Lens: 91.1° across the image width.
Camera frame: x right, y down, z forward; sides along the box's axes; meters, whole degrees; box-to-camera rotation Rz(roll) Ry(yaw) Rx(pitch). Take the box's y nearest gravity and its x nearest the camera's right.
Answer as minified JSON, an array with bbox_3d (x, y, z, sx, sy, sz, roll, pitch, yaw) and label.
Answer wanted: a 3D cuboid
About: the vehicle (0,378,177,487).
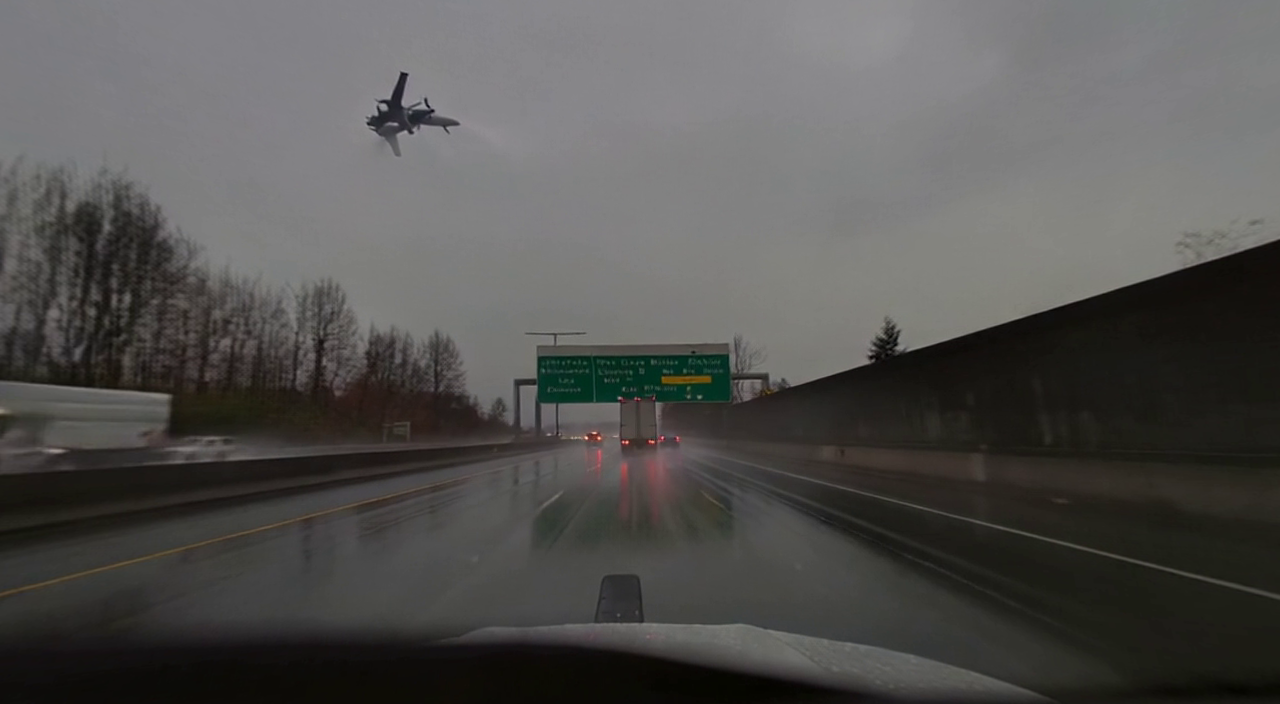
[{"bbox_3d":[-25.885,3.530,27.345,2.990,4.107,11.120,0,-8,0],"label":"vehicle"}]

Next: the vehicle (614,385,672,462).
[{"bbox_3d":[0.109,4.791,40.623,2.965,3.972,16.689,0,-8,0],"label":"vehicle"}]
